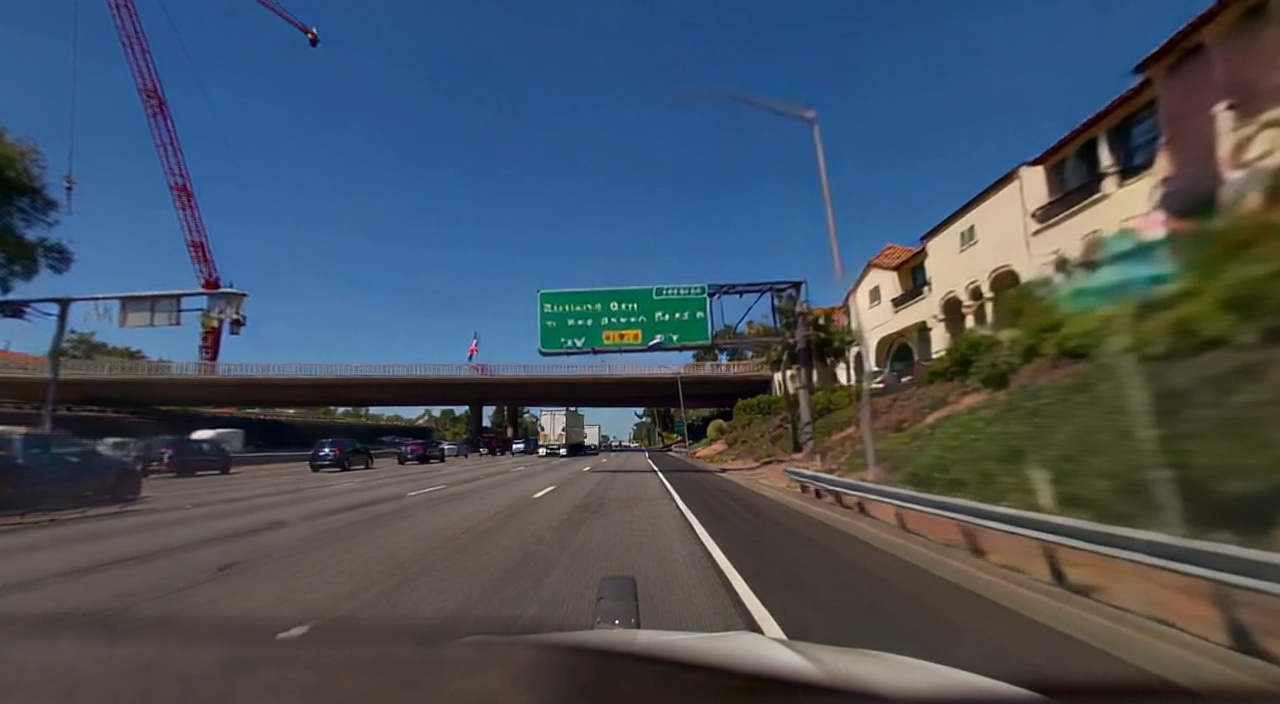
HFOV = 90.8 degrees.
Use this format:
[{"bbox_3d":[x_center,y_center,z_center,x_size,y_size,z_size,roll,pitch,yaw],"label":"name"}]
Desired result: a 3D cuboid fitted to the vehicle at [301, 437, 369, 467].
[{"bbox_3d":[-18.852,6.197,39.281,1.932,1.752,4.541,0,-8,0],"label":"vehicle"}]
